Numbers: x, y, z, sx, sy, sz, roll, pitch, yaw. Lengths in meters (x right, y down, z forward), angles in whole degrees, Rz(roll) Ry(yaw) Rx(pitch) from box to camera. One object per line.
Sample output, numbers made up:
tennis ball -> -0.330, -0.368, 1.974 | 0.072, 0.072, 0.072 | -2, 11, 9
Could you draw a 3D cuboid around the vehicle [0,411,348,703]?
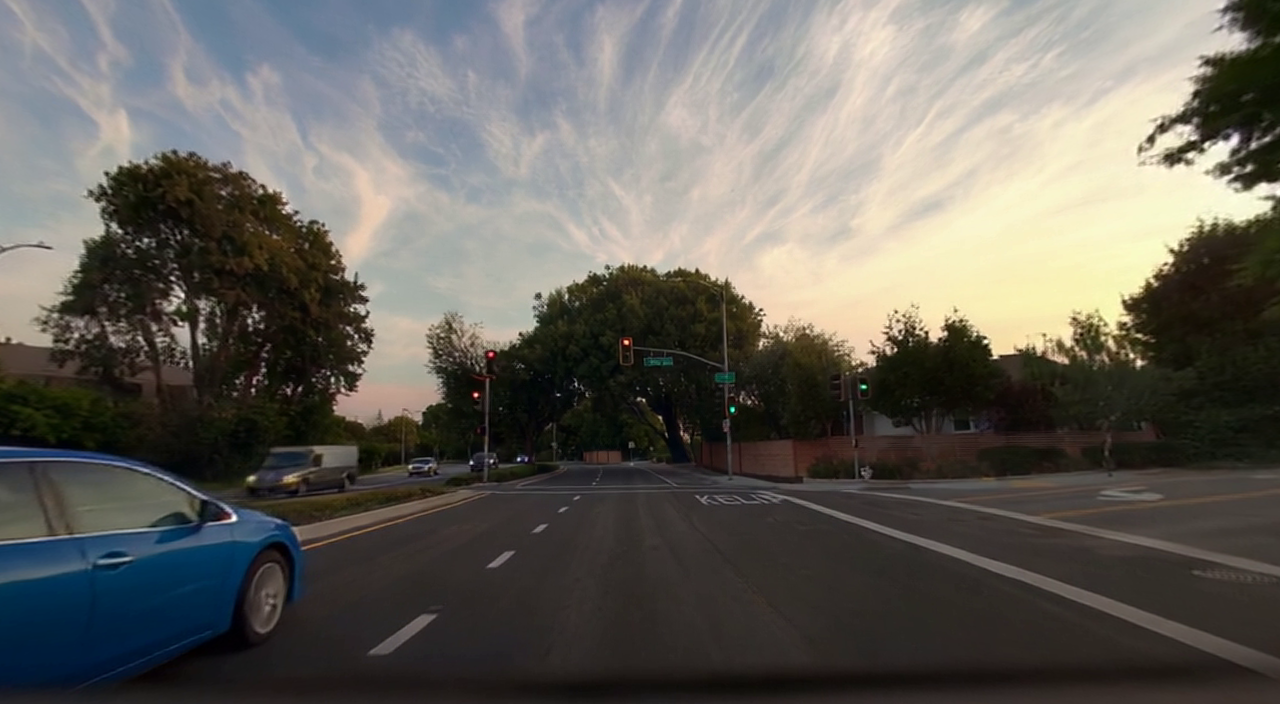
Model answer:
vehicle -> -3.662, 1.122, 3.400 | 1.980, 1.508, 4.502 | 0, -8, 0
